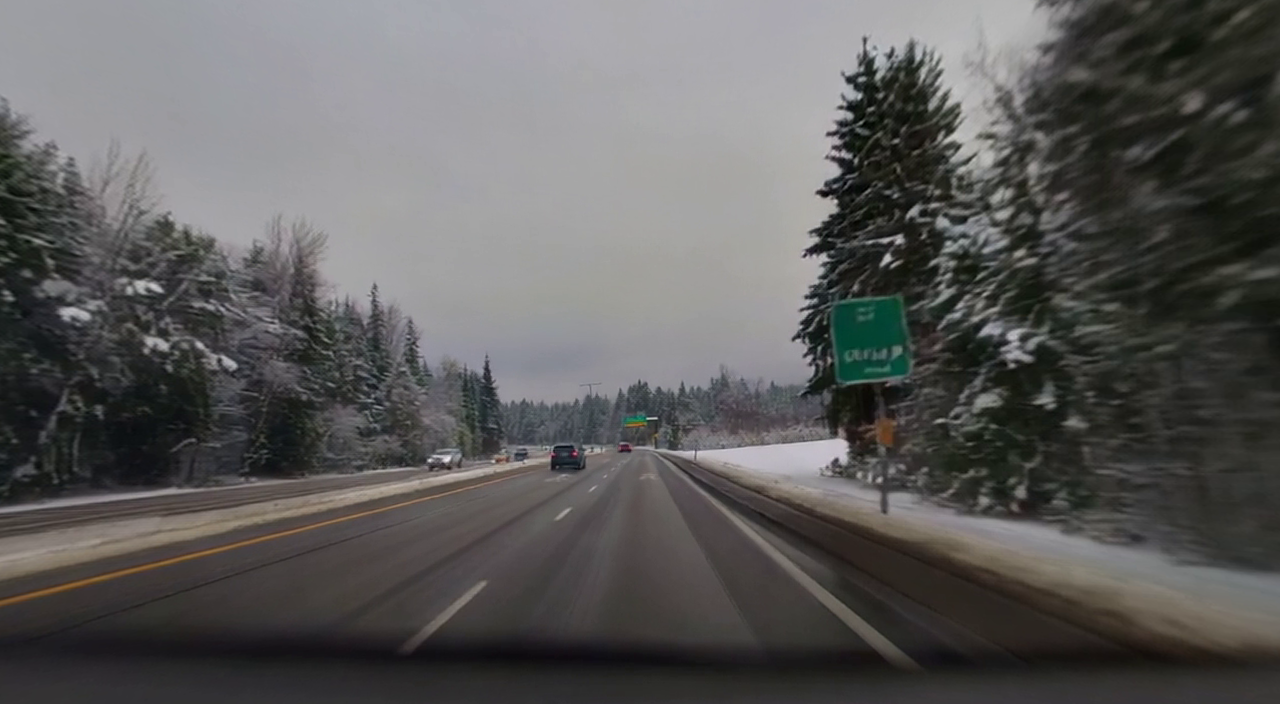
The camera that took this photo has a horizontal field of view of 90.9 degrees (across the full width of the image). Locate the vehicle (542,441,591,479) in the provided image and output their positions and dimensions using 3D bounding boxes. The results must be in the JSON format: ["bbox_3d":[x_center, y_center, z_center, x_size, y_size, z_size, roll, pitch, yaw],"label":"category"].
[{"bbox_3d":[-3.143,4.693,27.530,1.675,1.537,3.574,0,-9,1],"label":"vehicle"}]
